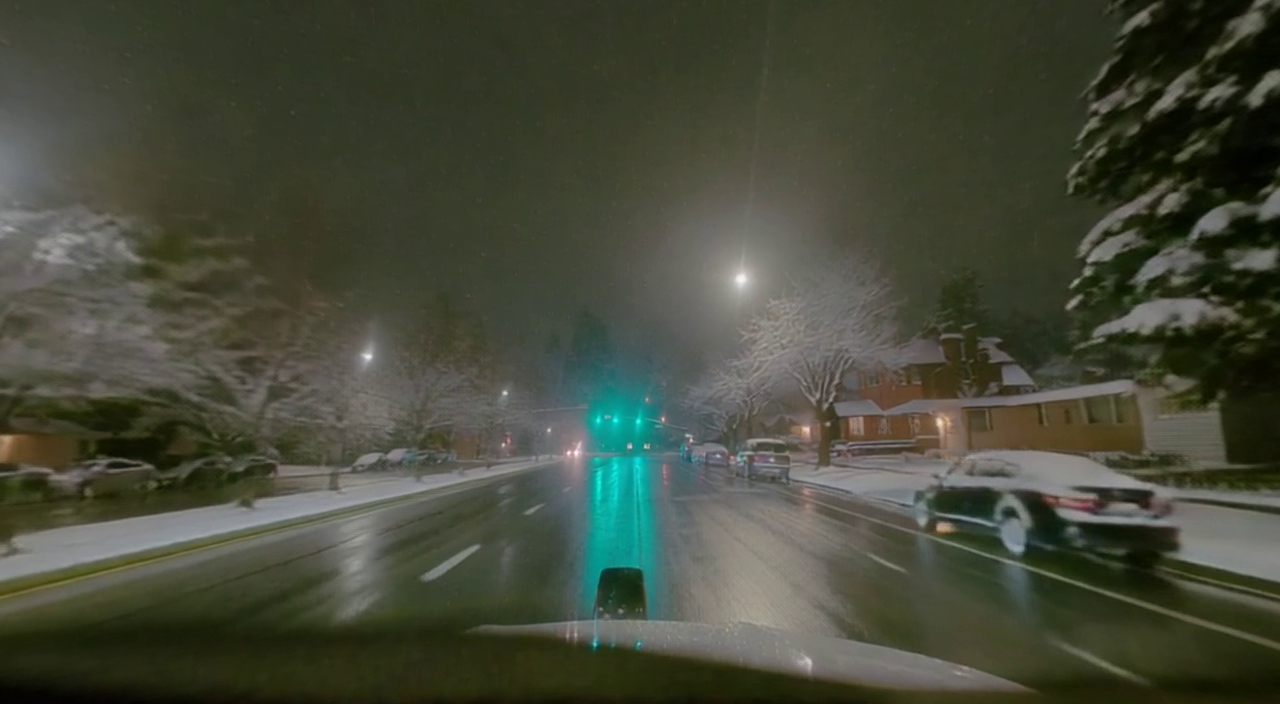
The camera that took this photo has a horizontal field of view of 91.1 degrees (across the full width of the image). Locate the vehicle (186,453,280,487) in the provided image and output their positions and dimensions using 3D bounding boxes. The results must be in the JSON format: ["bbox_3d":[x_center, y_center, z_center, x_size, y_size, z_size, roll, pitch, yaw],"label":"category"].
[{"bbox_3d":[-22.018,6.376,34.213,1.911,1.473,4.610,-1,-6,3],"label":"vehicle"}]

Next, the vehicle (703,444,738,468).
[{"bbox_3d":[5.943,7.718,46.785,1.918,1.662,4.393,1,-9,-2],"label":"vehicle"}]

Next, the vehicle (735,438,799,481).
[{"bbox_3d":[5.896,5.038,29.640,2.004,1.816,4.585,0,-9,-1],"label":"vehicle"}]

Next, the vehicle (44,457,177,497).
[{"bbox_3d":[-22.254,5.233,26.650,1.785,1.461,4.377,0,-9,0],"label":"vehicle"}]

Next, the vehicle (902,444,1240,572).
[{"bbox_3d":[6.069,2.200,9.721,1.945,1.481,4.421,1,-9,-3],"label":"vehicle"}]
